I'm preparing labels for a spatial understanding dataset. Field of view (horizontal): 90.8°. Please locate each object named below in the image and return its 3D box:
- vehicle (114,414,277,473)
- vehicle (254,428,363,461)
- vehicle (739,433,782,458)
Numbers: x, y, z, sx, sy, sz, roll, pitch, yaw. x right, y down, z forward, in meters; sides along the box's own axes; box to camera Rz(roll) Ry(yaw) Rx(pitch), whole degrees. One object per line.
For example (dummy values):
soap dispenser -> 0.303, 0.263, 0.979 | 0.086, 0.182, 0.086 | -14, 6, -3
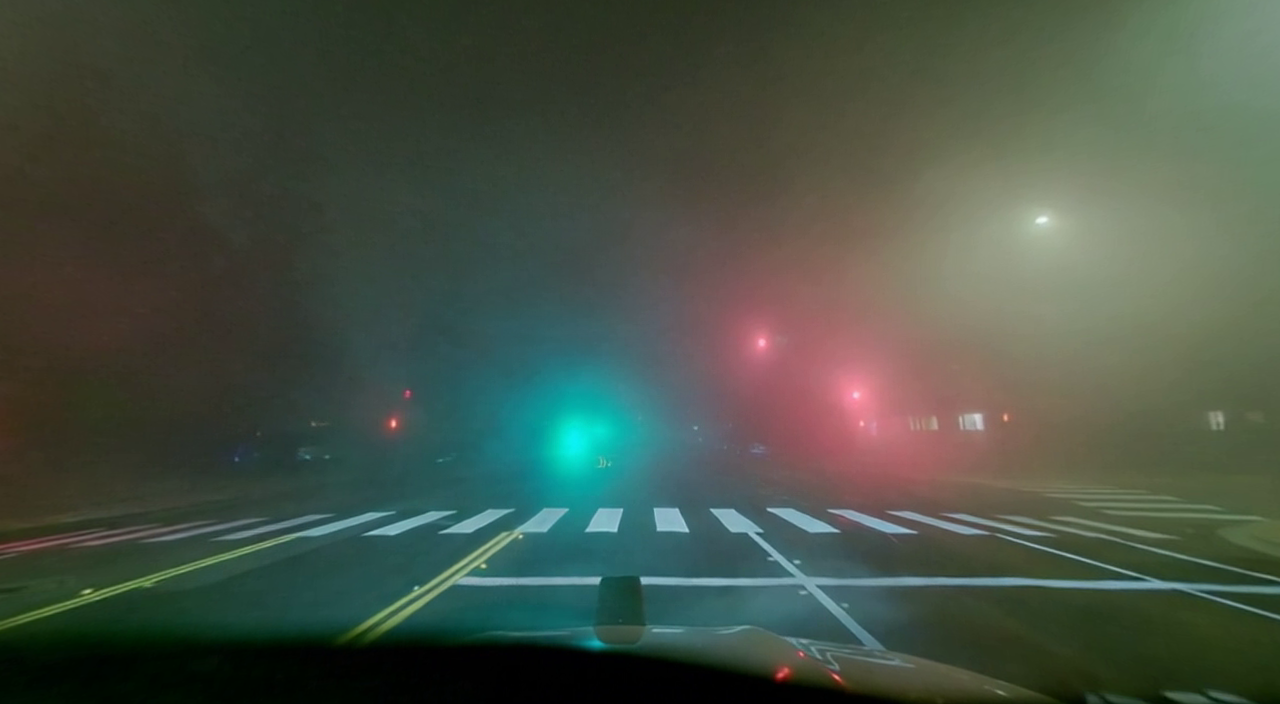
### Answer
vehicle -> -17.939, 3.712, 25.733 | 4.800, 2.259, 2.303 | 0, -9, -1
vehicle -> -17.972, 5.055, 34.427 | 4.743, 1.734, 1.994 | 0, -9, 0
vehicle -> 7.970, 6.285, 42.211 | 2.029, 1.554, 4.705 | 0, -9, 1
